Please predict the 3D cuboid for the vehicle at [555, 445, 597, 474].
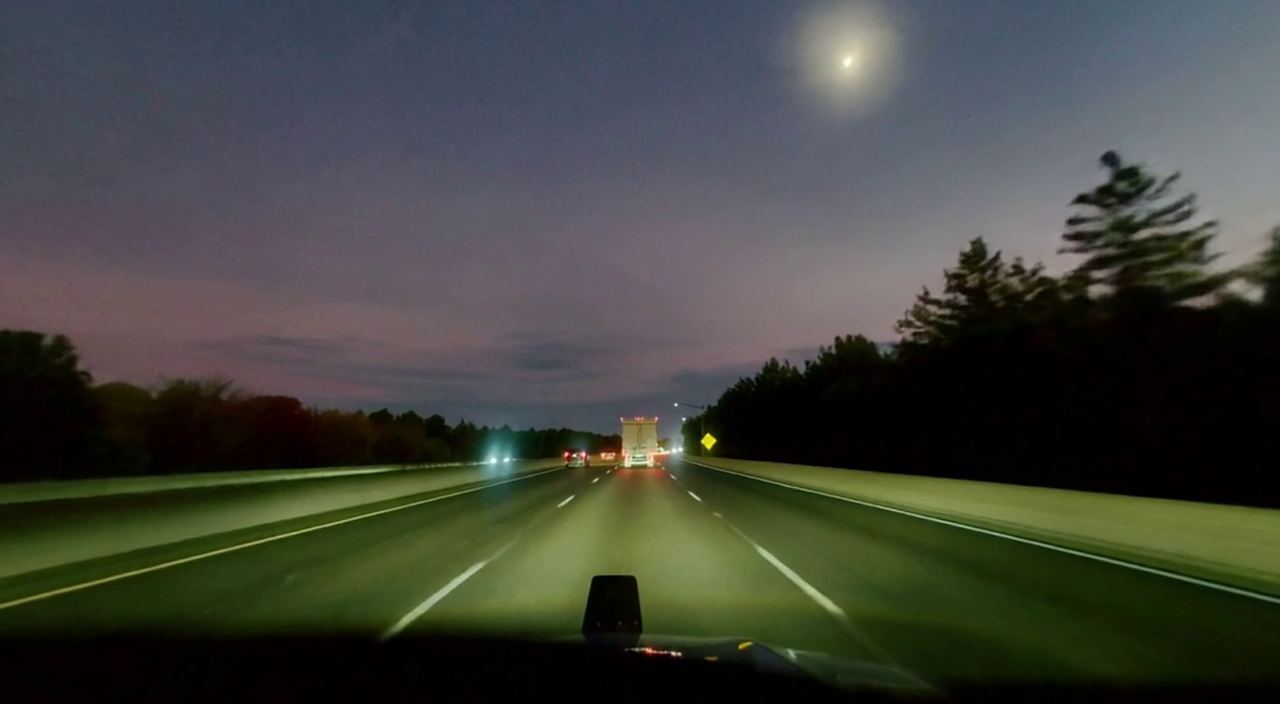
[{"bbox_3d":[-3.771,6.412,37.628,2.112,1.645,4.129,0,-9,-1],"label":"vehicle"}]
